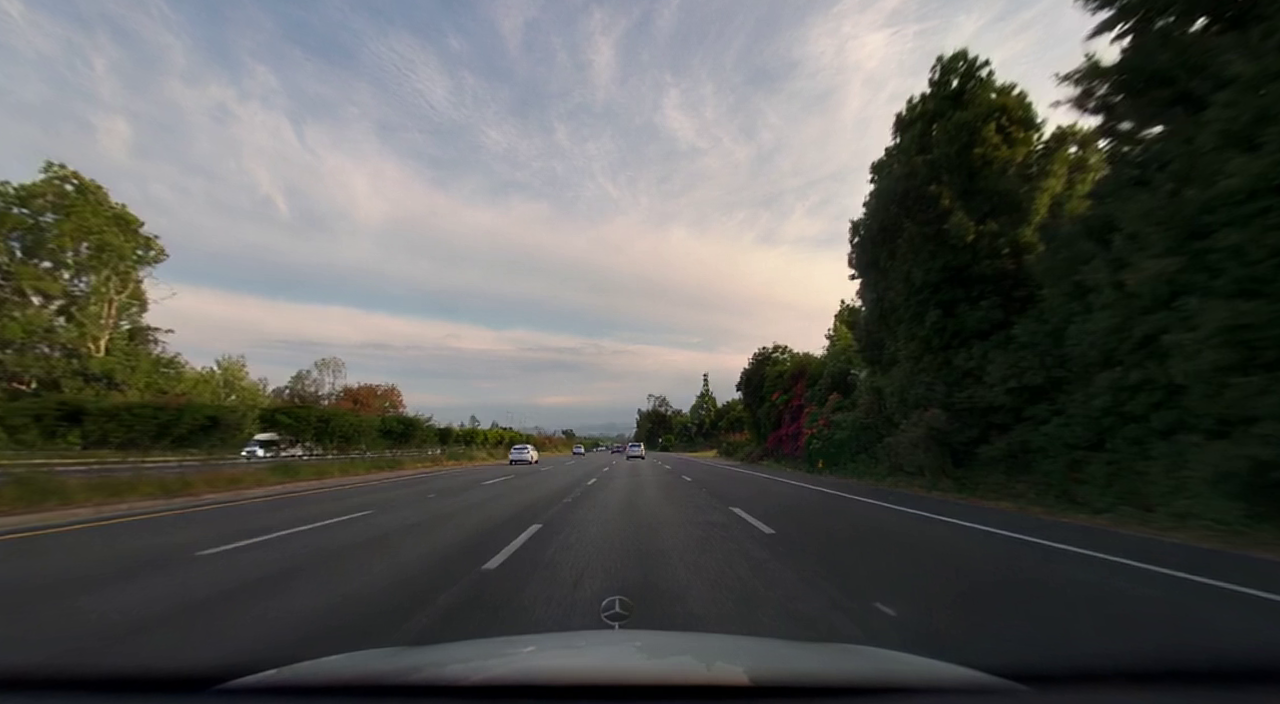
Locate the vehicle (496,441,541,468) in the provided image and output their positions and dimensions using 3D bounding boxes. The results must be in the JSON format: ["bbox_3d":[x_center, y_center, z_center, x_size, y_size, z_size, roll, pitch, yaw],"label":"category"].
[{"bbox_3d":[-7.674,6.513,40.225,1.991,1.572,4.314,0,-9,0],"label":"vehicle"}]
